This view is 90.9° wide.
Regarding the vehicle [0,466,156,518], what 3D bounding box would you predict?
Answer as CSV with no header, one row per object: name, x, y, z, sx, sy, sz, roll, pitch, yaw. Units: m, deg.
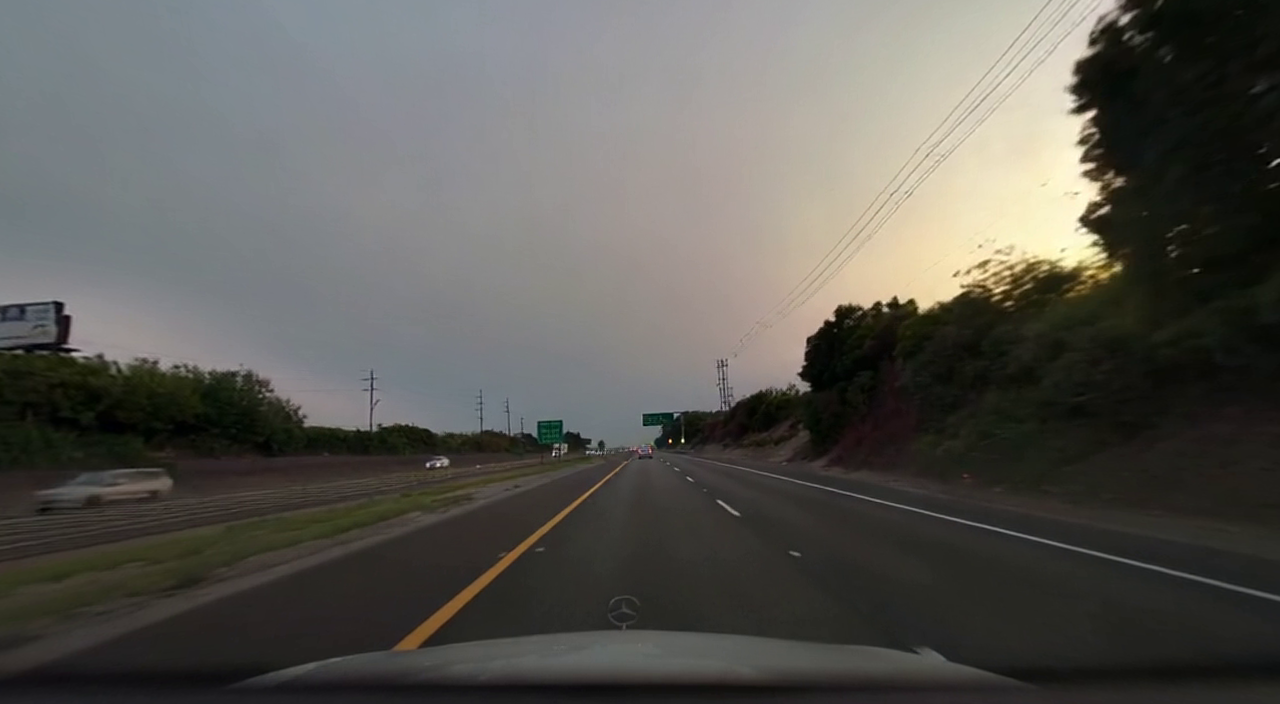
vehicle,-20.669,5.031,23.116,1.873,1.536,4.963,-1,-9,1
